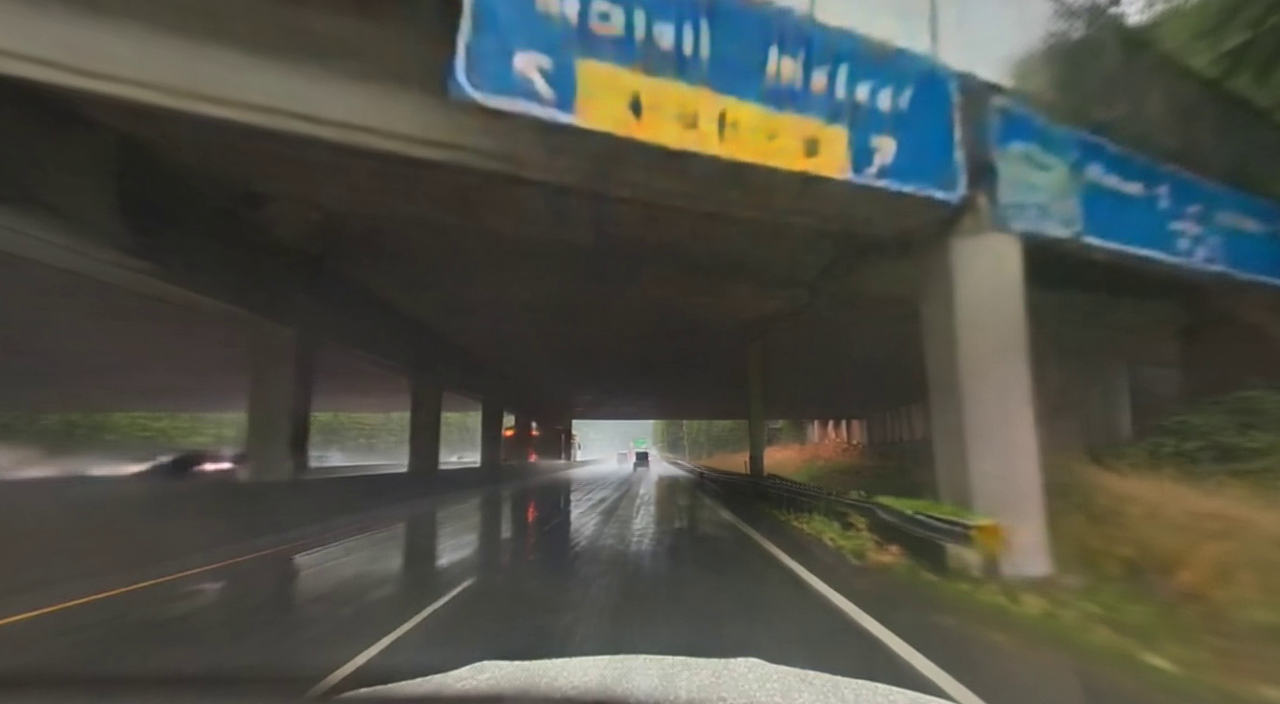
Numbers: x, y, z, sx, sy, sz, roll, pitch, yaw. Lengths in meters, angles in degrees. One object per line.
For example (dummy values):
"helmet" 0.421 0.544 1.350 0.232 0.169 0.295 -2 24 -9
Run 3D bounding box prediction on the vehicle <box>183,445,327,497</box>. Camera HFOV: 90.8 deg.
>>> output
"vehicle" -13.361 4.119 22.333 2.059 1.615 4.688 0 -8 1

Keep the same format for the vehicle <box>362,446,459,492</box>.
"vehicle" -8.856 4.520 24.848 1.979 1.600 4.516 0 -8 2
